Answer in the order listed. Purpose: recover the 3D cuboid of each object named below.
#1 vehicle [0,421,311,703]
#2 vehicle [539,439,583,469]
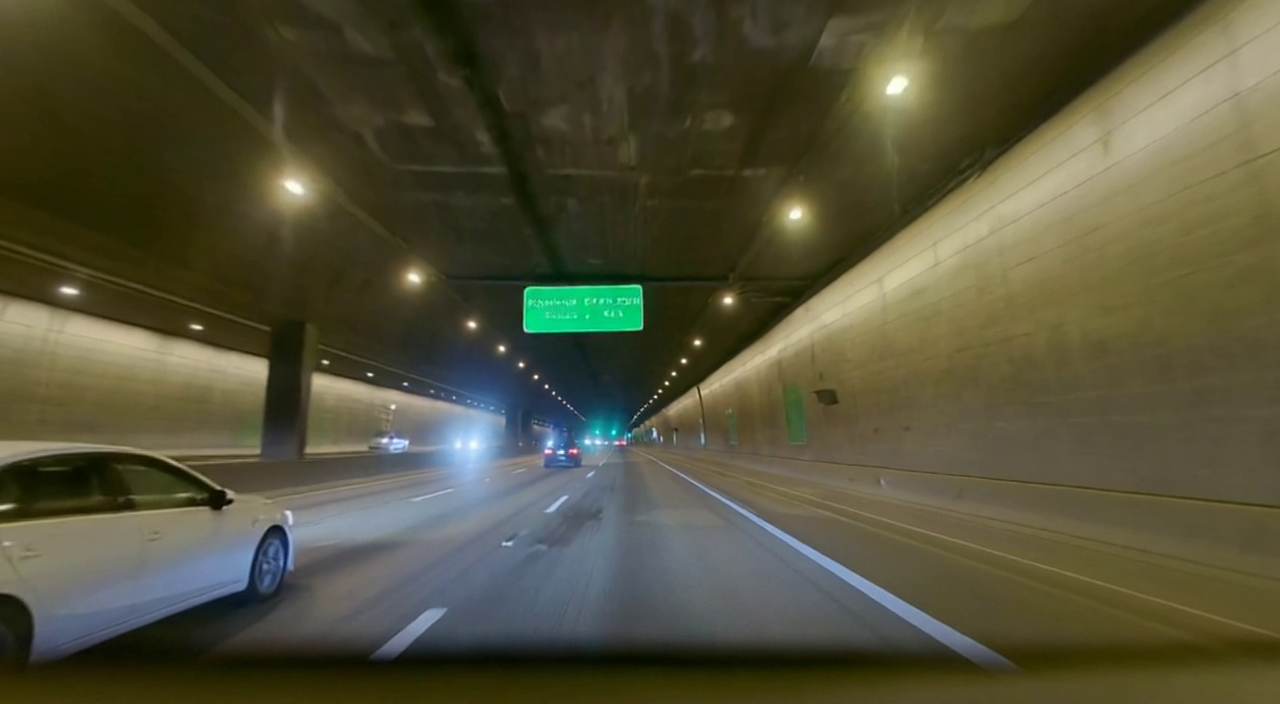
[{"bbox_3d":[-3.955,1.144,3.570,1.885,1.424,4.230,-1,-8,0],"label":"vehicle"},{"bbox_3d":[-4.272,5.585,34.753,1.973,1.474,4.199,-1,-8,-1],"label":"vehicle"}]
